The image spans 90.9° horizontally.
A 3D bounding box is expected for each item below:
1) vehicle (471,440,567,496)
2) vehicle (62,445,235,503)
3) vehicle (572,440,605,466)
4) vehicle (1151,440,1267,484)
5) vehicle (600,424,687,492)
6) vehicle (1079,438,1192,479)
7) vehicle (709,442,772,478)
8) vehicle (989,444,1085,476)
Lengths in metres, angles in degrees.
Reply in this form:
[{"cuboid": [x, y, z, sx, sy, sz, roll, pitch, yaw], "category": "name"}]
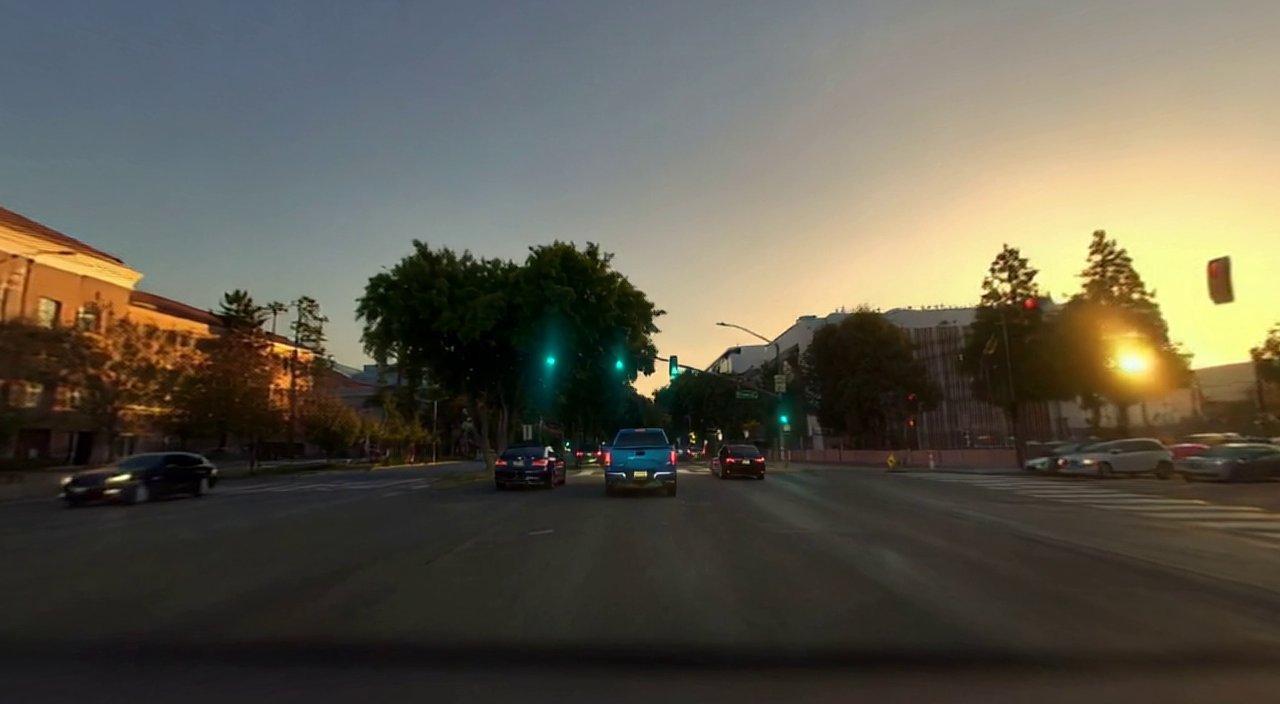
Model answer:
[{"cuboid": [-3.534, 3.450, 19.267, 1.986, 1.465, 4.509, 0, -8, 1], "category": "vehicle"}, {"cuboid": [-15.909, 3.915, 20.806, 2.012, 1.674, 4.522, 0, -8, 1], "category": "vehicle"}, {"cuboid": [-3.558, 7.080, 44.392, 2.018, 1.700, 4.142, 0, -8, 0], "category": "vehicle"}, {"cuboid": [23.645, 4.510, 26.183, 4.705, 1.675, 1.890, 4, -9, -27], "category": "vehicle"}, {"cuboid": [0.103, 3.407, 20.612, 2.493, 1.934, 4.957, 0, -8, 0], "category": "vehicle"}, {"cuboid": [23.124, 4.904, 29.406, 4.786, 1.777, 2.248, 4, -9, -28], "category": "vehicle"}, {"cuboid": [4.395, 4.785, 28.240, 1.968, 1.472, 4.456, 0, -8, -1], "category": "vehicle"}, {"cuboid": [19.960, 5.364, 31.651, 4.417, 1.492, 1.943, 4, -9, -26], "category": "vehicle"}]
